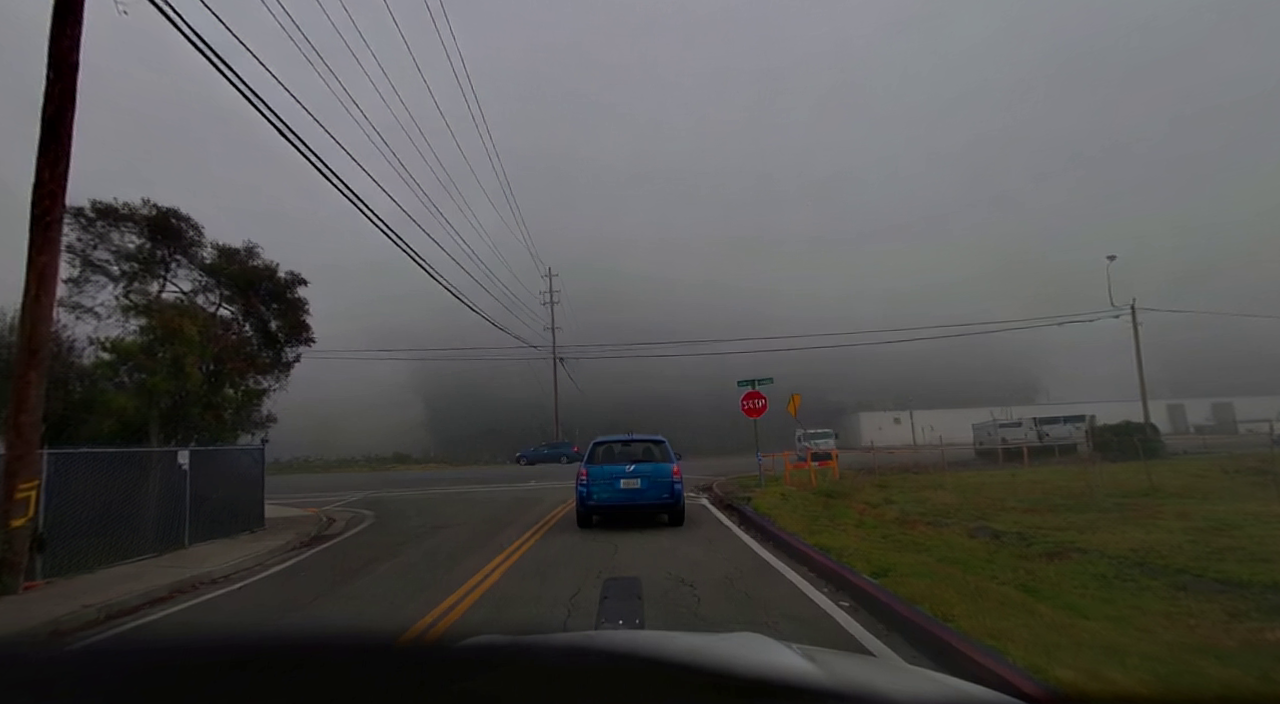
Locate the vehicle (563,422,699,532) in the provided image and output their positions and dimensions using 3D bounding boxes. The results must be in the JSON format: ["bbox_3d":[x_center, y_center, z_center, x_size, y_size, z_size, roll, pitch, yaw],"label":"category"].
[{"bbox_3d":[-0.184,2.277,12.088,2.137,1.698,4.166,0,-8,-1],"label":"vehicle"}]

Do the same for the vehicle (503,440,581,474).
[{"bbox_3d":[-5.531,5.825,35.261,4.415,1.753,2.029,-8,-12,44],"label":"vehicle"}]
